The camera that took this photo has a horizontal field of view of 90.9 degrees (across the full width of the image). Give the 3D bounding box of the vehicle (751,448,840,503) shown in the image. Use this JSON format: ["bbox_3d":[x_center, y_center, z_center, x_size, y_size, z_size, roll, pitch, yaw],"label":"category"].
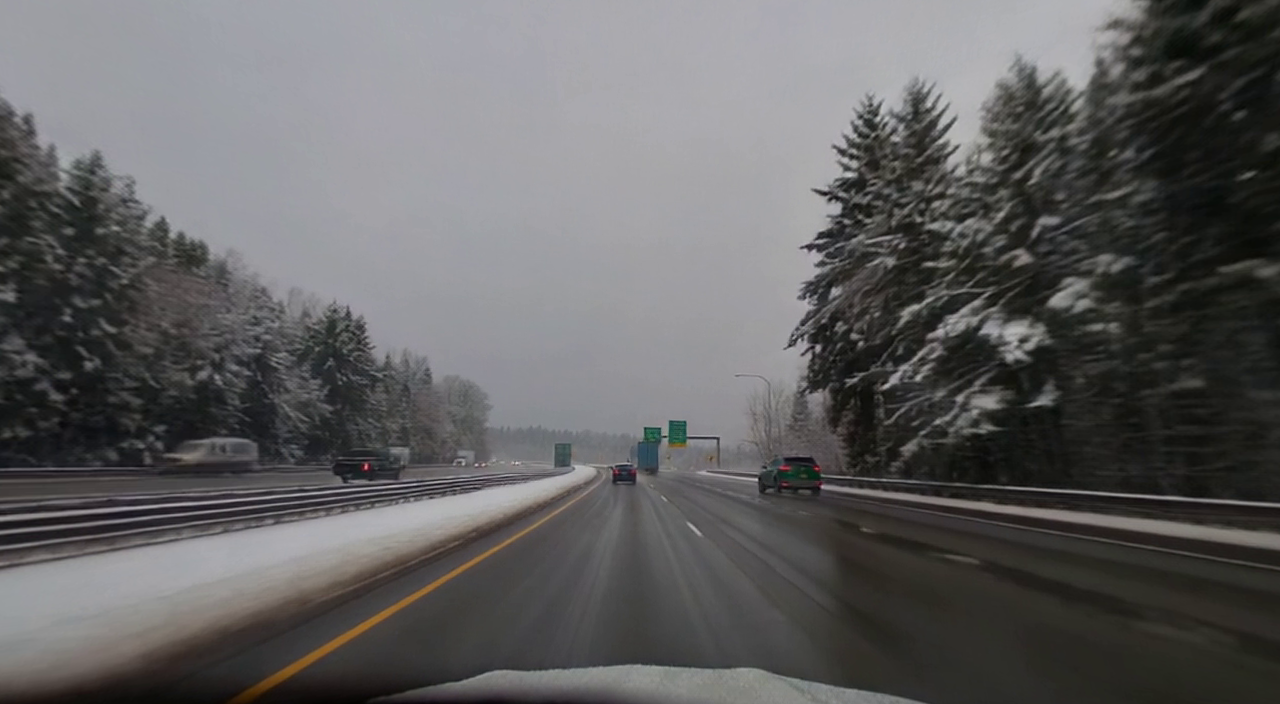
[{"bbox_3d":[5.544,4.512,23.133,1.998,1.776,4.663,1,-11,-1],"label":"vehicle"}]

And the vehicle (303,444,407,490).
[{"bbox_3d":[-11.467,4.710,25.767,1.952,1.618,4.859,1,-11,0],"label":"vehicle"}]

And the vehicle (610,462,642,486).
[{"bbox_3d":[-0.947,8.000,41.423,1.987,1.467,3.903,1,-11,-2],"label":"vehicle"}]
